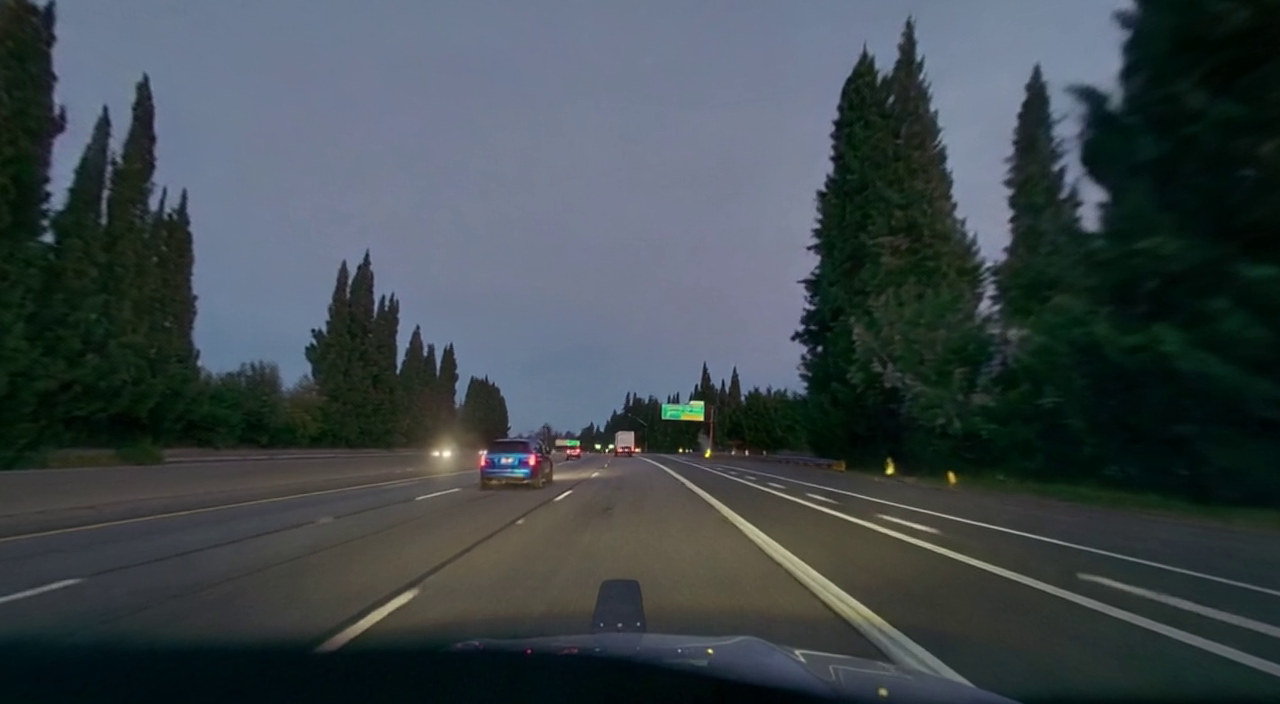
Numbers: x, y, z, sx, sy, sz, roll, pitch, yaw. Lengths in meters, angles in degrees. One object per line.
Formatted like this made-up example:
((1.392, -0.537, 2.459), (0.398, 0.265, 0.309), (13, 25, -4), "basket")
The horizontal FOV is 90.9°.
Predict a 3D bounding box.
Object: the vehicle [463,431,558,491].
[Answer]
((-4.072, 3.498, 20.666), (2.162, 1.724, 4.537), (0, -8, 0), "vehicle")
